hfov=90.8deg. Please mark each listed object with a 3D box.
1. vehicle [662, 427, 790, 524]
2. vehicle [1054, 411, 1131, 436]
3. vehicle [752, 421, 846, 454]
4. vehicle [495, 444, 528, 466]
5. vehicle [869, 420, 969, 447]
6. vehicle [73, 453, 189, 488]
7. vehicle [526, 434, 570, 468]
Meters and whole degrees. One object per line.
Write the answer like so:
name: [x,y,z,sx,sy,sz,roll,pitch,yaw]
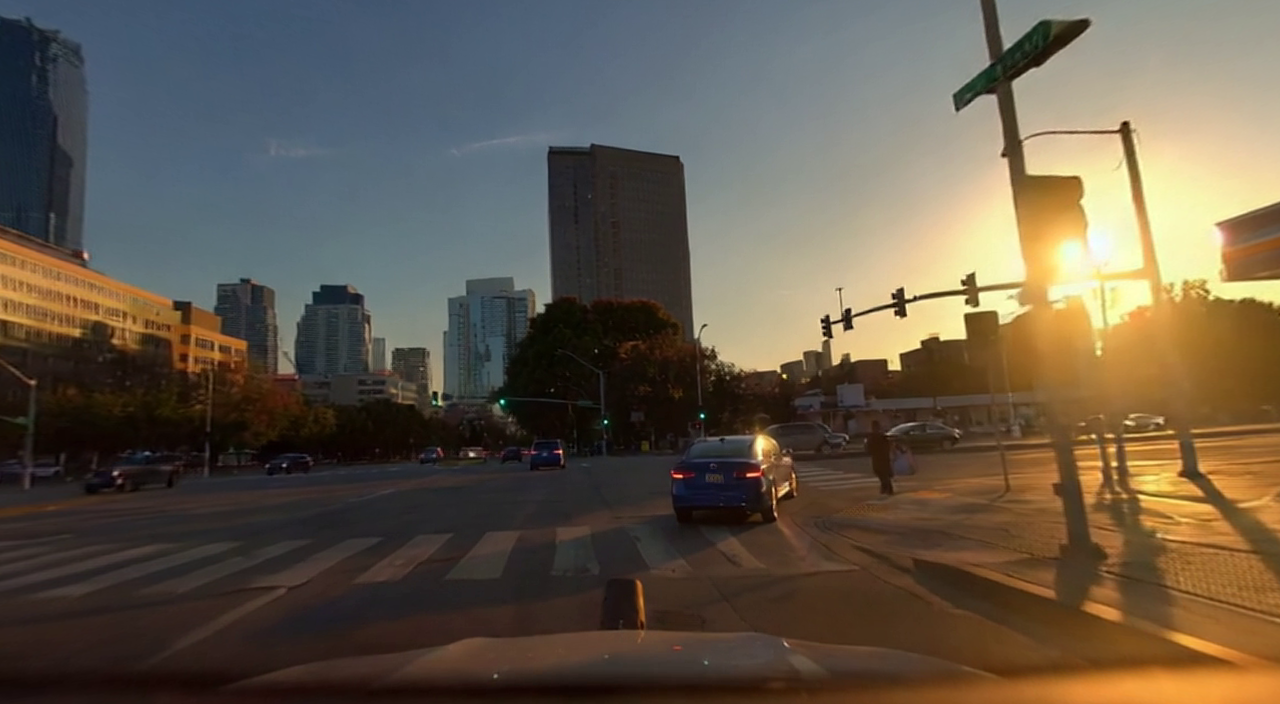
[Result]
vehicle: [1.774,2.244,12.078,1.976,1.462,4.342,-2,-9,12]
vehicle: [30.381,4.841,42.476,3.923,1.619,1.817,1,-8,-7]
vehicle: [8.540,4.620,34.143,4.524,1.681,1.823,1,-9,-8]
vehicle: [-9.411,7.548,46.613,2.003,1.492,4.291,1,-8,-6]
vehicle: [15.324,4.508,34.801,4.700,1.417,1.789,1,-8,-6]
vehicle: [-26.403,6.141,33.033,2.376,1.616,4.587,0,-9,-2]
vehicle: [-4.944,5.351,34.392,2.210,1.722,4.215,1,-8,-6]
